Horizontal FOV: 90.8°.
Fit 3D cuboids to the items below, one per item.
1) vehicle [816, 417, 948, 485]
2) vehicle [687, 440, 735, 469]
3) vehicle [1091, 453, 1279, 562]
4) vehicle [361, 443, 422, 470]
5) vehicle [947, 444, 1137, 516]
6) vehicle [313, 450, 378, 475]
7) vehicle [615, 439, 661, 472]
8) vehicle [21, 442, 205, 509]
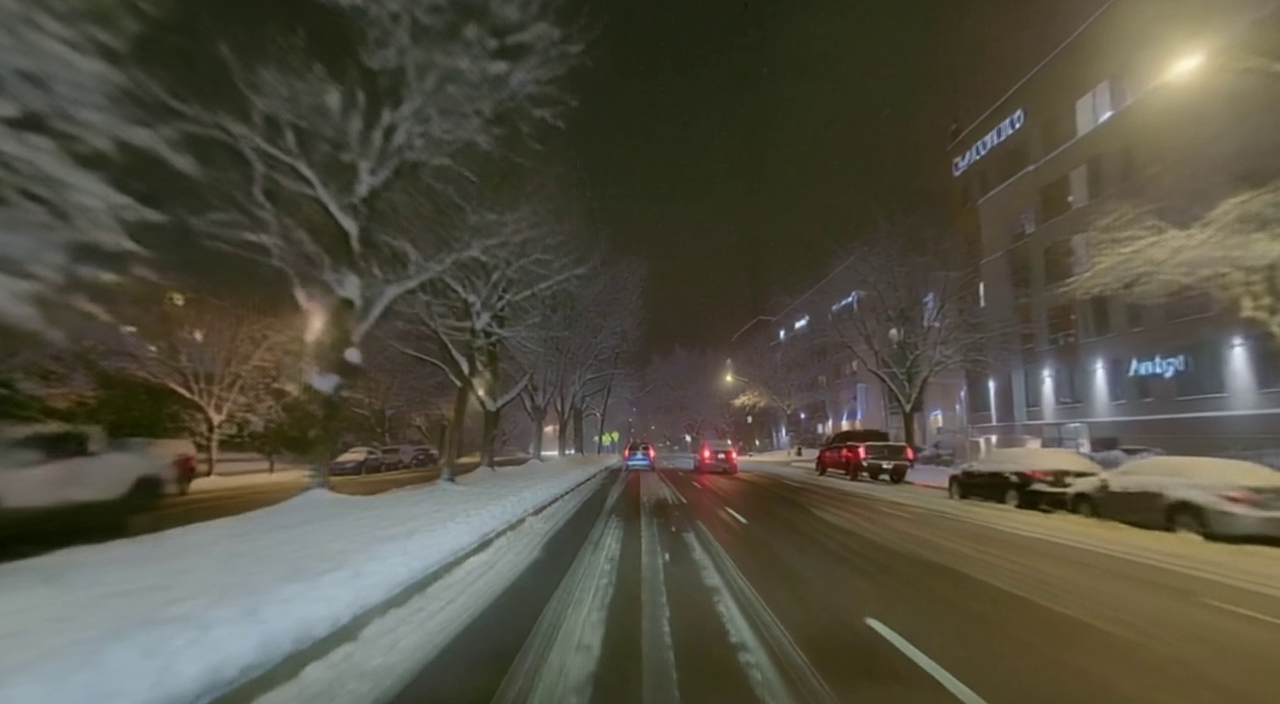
[{"bbox_3d":[10.562,4.438,28.635,3.082,2.655,7.381,-1,-8,1],"label":"vehicle"},{"bbox_3d":[3.775,5.514,34.196,1.993,1.477,4.240,0,-8,-1],"label":"vehicle"},{"bbox_3d":[10.272,2.493,10.615,1.898,1.502,4.788,-1,-8,1],"label":"vehicle"},{"bbox_3d":[-18.729,7.875,47.921,2.241,1.891,5.637,-1,-8,1],"label":"vehicle"},{"bbox_3d":[10.599,3.362,17.234,2.129,1.645,4.625,0,-8,0],"label":"vehicle"},{"bbox_3d":[-18.942,7.108,40.862,1.874,1.483,4.742,-1,-8,1],"label":"vehicle"},{"bbox_3d":[-0.122,5.039,30.945,2.101,1.444,4.248,0,-8,0],"label":"vehicle"},{"bbox_3d":[-19.139,4.415,23.409,2.240,2.112,5.268,0,-8,0],"label":"vehicle"}]
